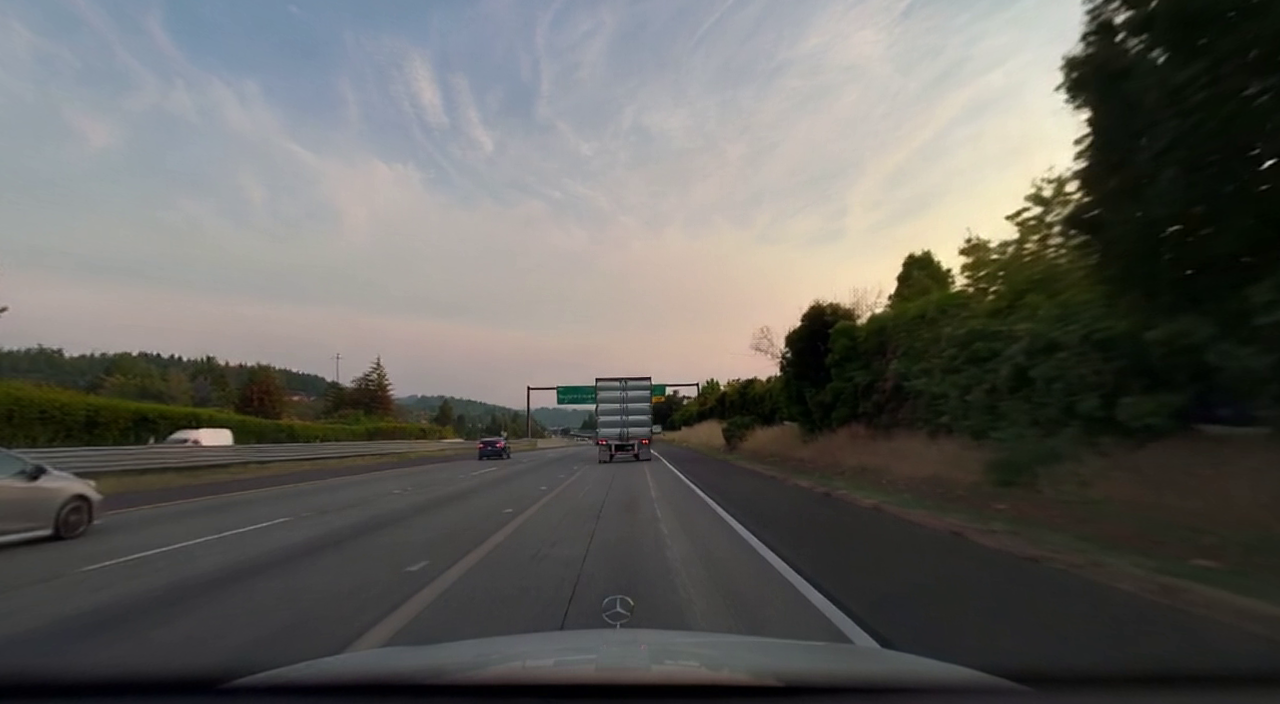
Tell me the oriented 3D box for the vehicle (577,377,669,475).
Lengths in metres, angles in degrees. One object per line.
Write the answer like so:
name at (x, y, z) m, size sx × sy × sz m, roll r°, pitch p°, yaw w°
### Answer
vehicle at (-0.733, 3.455, 28.314) m, size 3.033 × 3.223 × 14.836 m, roll 1°, pitch -8°, yaw -1°

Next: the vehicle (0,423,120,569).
vehicle at (-7.474, 1.413, 5.990) m, size 1.856 × 1.479 × 3.710 m, roll 0°, pitch -8°, yaw -1°

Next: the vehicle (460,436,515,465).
vehicle at (-8.085, 5.229, 33.736) m, size 1.949 × 1.437 × 4.296 m, roll 0°, pitch -8°, yaw -1°
